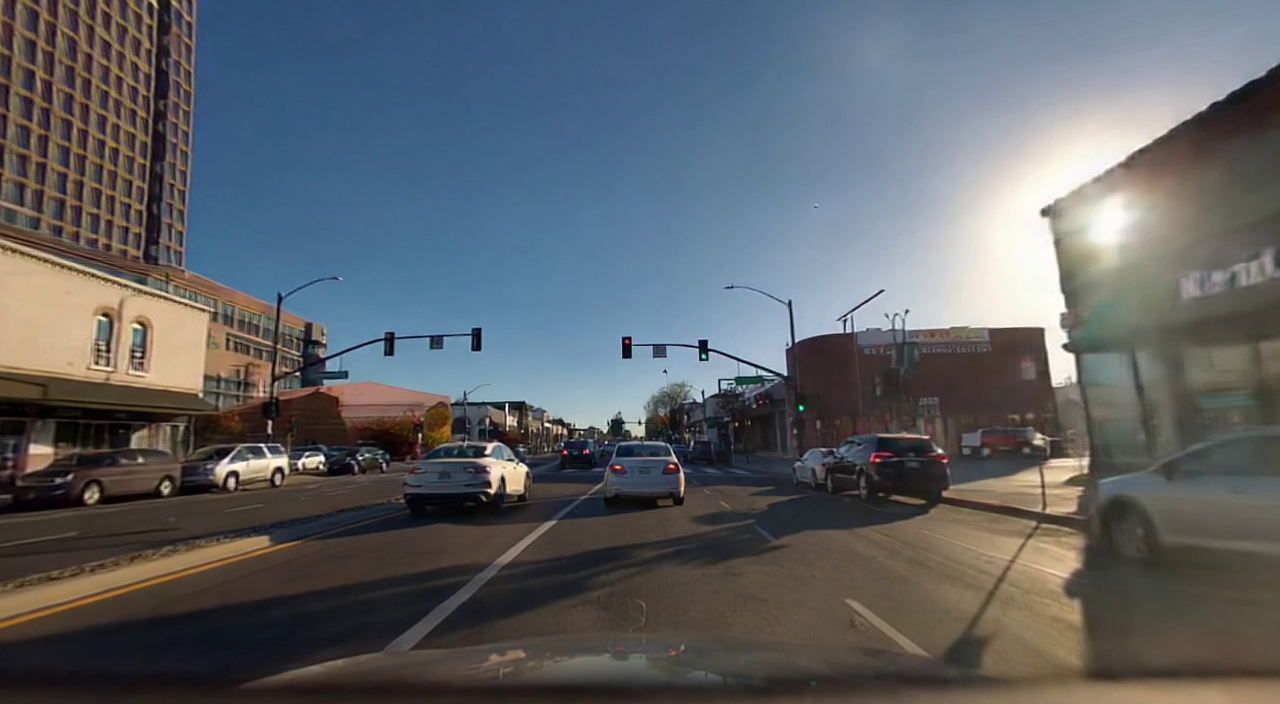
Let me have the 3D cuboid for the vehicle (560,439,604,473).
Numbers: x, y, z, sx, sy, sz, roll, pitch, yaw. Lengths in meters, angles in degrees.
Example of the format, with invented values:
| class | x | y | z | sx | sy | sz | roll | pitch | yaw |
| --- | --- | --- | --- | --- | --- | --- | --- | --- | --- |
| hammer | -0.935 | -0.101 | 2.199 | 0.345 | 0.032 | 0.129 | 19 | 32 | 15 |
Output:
| class | x | y | z | sx | sy | sz | roll | pitch | yaw |
| --- | --- | --- | --- | --- | --- | --- | --- | --- | --- |
| vehicle | -3.104 | 5.688 | 34.535 | 2.007 | 1.736 | 4.185 | 0 | -9 | 1 |

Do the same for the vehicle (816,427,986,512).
| class | x | y | z | sx | sy | sz | roll | pitch | yaw |
| --- | --- | --- | --- | --- | --- | --- | --- | --- | --- |
| vehicle | 6.579 | 3.020 | 16.765 | 2.289 | 1.867 | 5.322 | 0 | -9 | 1 |

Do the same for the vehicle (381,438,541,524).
| class | x | y | z | sx | sy | sz | roll | pitch | yaw |
| --- | --- | --- | --- | --- | --- | --- | --- | --- | --- |
| vehicle | -3.431 | 2.552 | 13.044 | 1.950 | 1.450 | 4.257 | 0 | -9 | 1 |

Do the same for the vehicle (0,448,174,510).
| class | x | y | z | sx | sy | sz | roll | pitch | yaw |
| --- | --- | --- | --- | --- | --- | --- | --- | --- | --- |
| vehicle | -17.094 | 3.824 | 19.543 | 1.888 | 1.692 | 4.356 | 0 | -9 | 0 |

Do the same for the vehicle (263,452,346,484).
| class | x | y | z | sx | sy | sz | roll | pitch | yaw |
| --- | --- | --- | --- | --- | --- | --- | --- | --- | --- |
| vehicle | -17.179 | 5.926 | 32.507 | 1.774 | 1.436 | 4.473 | 0 | -9 | 1 |

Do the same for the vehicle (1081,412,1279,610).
| class | x | y | z | sx | sy | sz | roll | pitch | yaw |
| --- | --- | --- | --- | --- | --- | --- | --- | --- | --- |
| vehicle | 6.598 | 1.402 | 5.595 | 1.986 | 1.722 | 4.516 | 0 | -9 | -1 |

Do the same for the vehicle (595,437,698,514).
| class | x | y | z | sx | sy | sz | roll | pitch | yaw |
| --- | --- | --- | --- | --- | --- | --- | --- | --- | --- |
| vehicle | 0.102 | 2.753 | 14.530 | 2.037 | 1.484 | 4.073 | 0 | -9 | -1 |

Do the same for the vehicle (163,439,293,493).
| class | x | y | z | sx | sy | sz | roll | pitch | yaw |
| --- | --- | --- | --- | --- | --- | --- | --- | --- | --- |
| vehicle | -16.817 | 4.646 | 26.205 | 2.239 | 1.963 | 5.779 | 1 | -9 | -9 |
